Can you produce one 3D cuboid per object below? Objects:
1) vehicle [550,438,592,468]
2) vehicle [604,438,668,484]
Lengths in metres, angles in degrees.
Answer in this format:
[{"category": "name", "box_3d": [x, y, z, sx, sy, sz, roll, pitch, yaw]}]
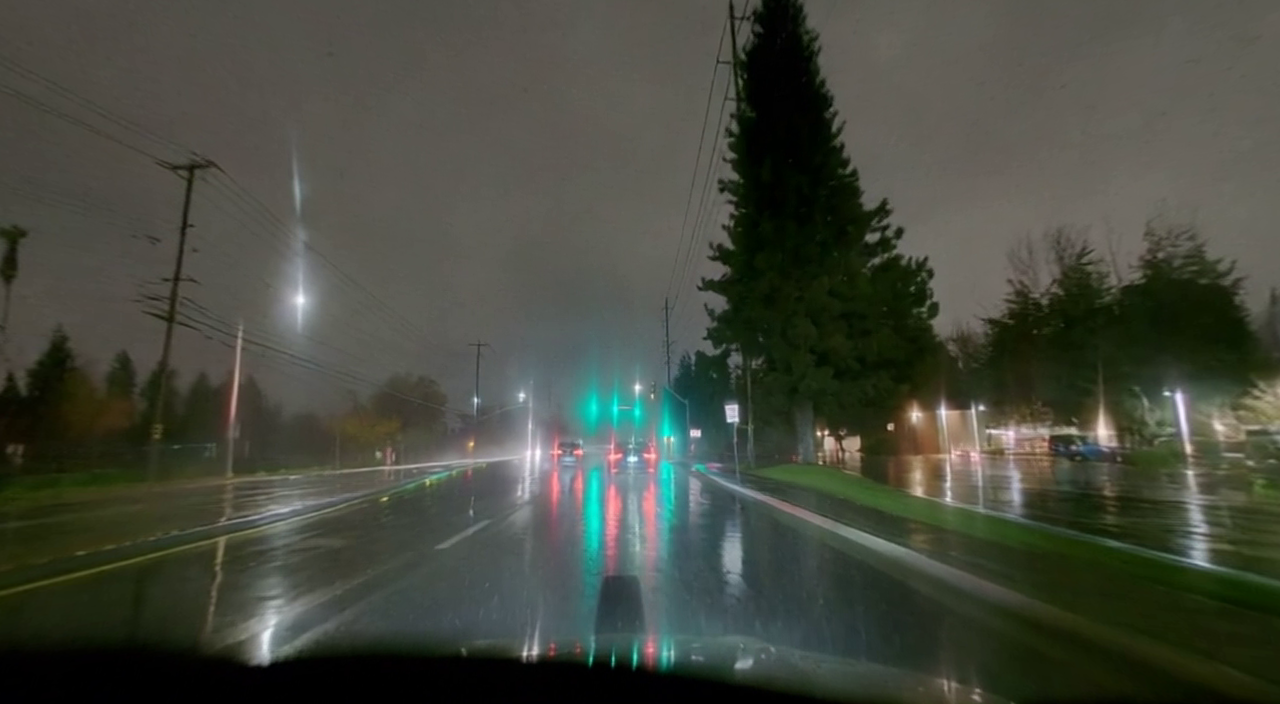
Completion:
[{"category": "vehicle", "box_3d": [-4.275, 6.330, 39.714, 2.189, 1.776, 4.342, 0, -9, 0]}, {"category": "vehicle", "box_3d": [-0.128, 4.210, 24.668, 2.235, 1.597, 4.918, 0, -9, 0]}]
